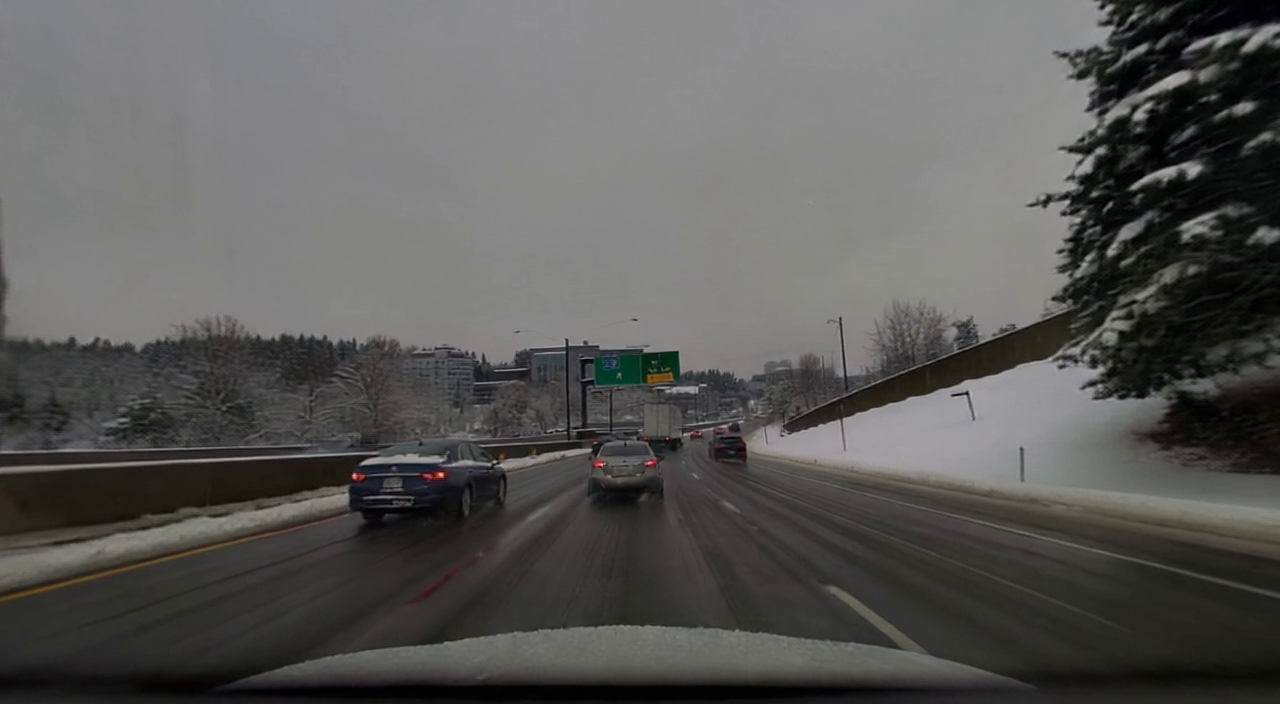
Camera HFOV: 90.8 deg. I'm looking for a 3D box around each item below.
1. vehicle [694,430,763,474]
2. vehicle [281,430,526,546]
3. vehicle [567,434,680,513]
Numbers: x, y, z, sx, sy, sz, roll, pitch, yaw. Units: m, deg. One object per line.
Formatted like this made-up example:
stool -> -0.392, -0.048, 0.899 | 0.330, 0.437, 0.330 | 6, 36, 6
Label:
vehicle -> 3.595, 4.211, 26.651 | 2.166, 1.666, 4.618 | 0, -9, -1
vehicle -> -3.527, 2.151, 10.753 | 2.130, 1.474, 5.027 | -1, -9, 1
vehicle -> -0.287, 2.598, 13.966 | 2.136, 1.470, 3.971 | 0, -9, 1
